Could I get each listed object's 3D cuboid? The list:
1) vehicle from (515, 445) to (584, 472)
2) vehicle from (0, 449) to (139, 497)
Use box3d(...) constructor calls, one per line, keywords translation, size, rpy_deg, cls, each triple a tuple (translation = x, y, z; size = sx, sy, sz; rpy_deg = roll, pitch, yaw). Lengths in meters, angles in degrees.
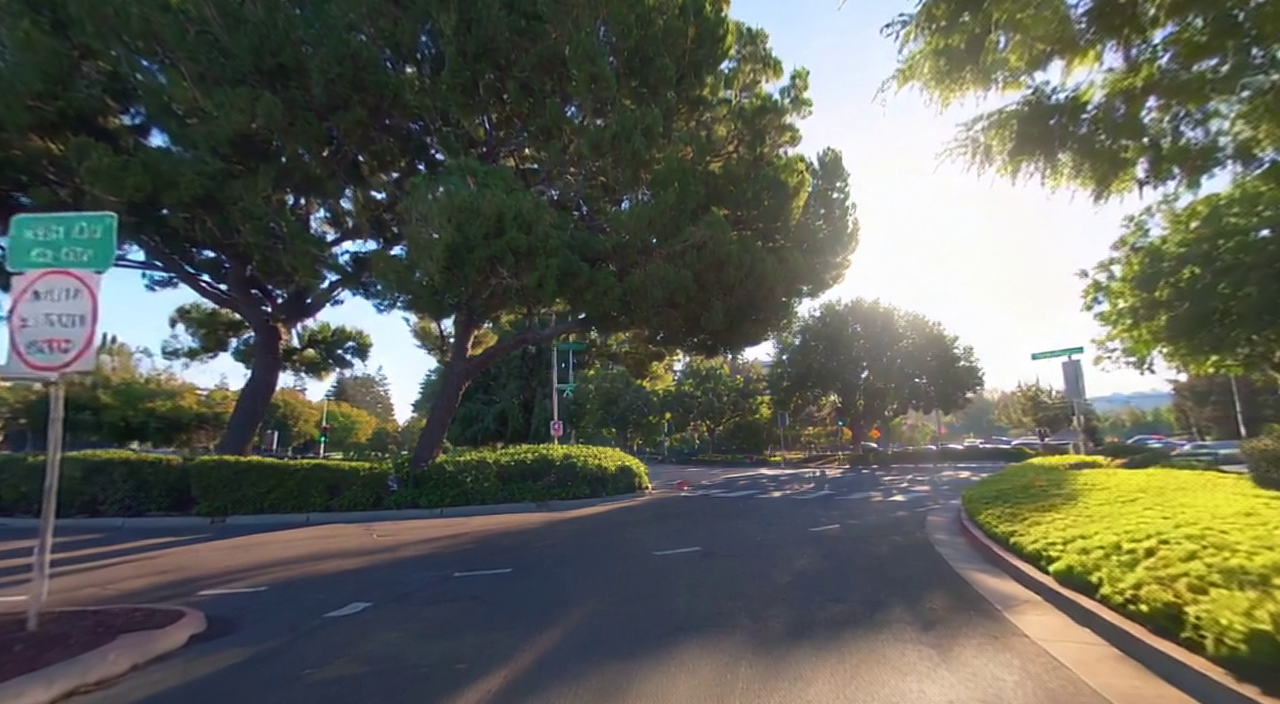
box3d(translation=(-5.999, 6.983, 41.503), size=(4.490, 1.672, 2.019), rpy_deg=(-8, -11, 41), cls="vehicle")
box3d(translation=(-21.795, 4.476, 23.798), size=(2.088, 1.581, 4.345), rpy_deg=(-1, -8, 4), cls="vehicle")
